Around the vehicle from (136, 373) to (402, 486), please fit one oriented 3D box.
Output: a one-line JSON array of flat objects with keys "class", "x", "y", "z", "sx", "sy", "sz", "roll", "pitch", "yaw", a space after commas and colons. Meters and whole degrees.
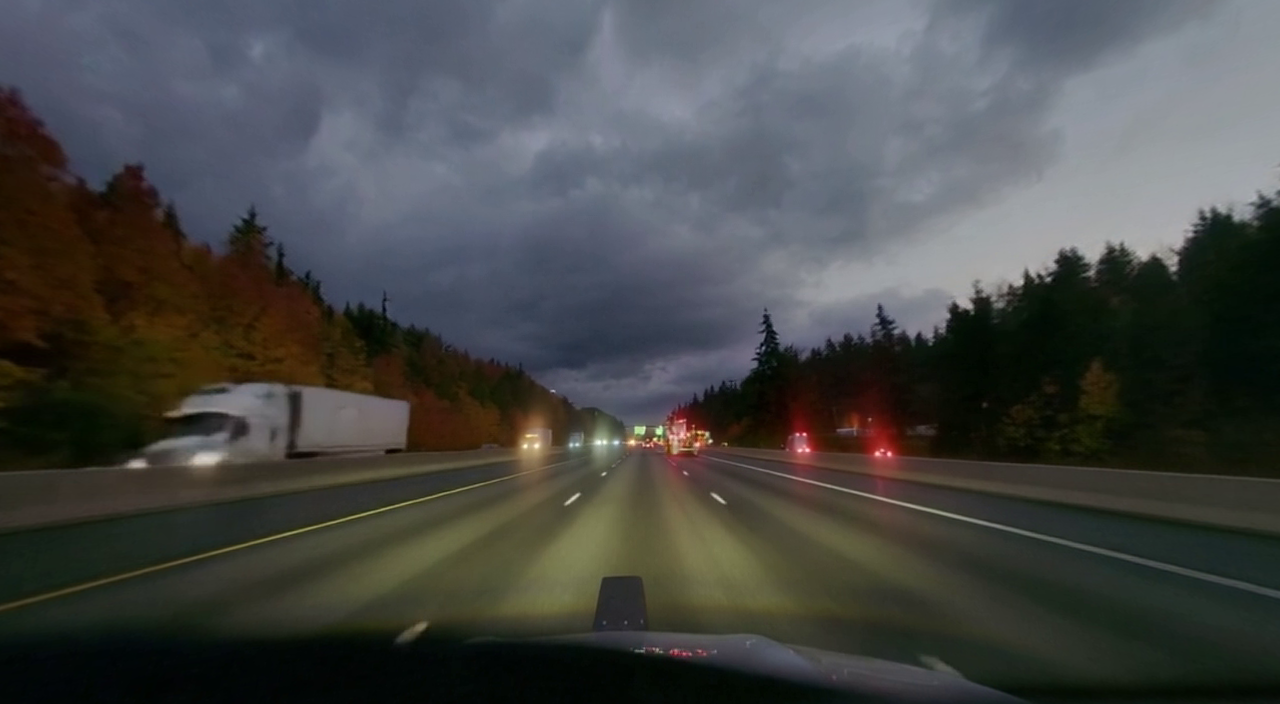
[{"class": "vehicle", "x": -15.857, "y": 3.769, "z": 29.574, "sx": 3.490, "sy": 3.984, "sz": 14.592, "roll": 0, "pitch": -8, "yaw": 1}]
